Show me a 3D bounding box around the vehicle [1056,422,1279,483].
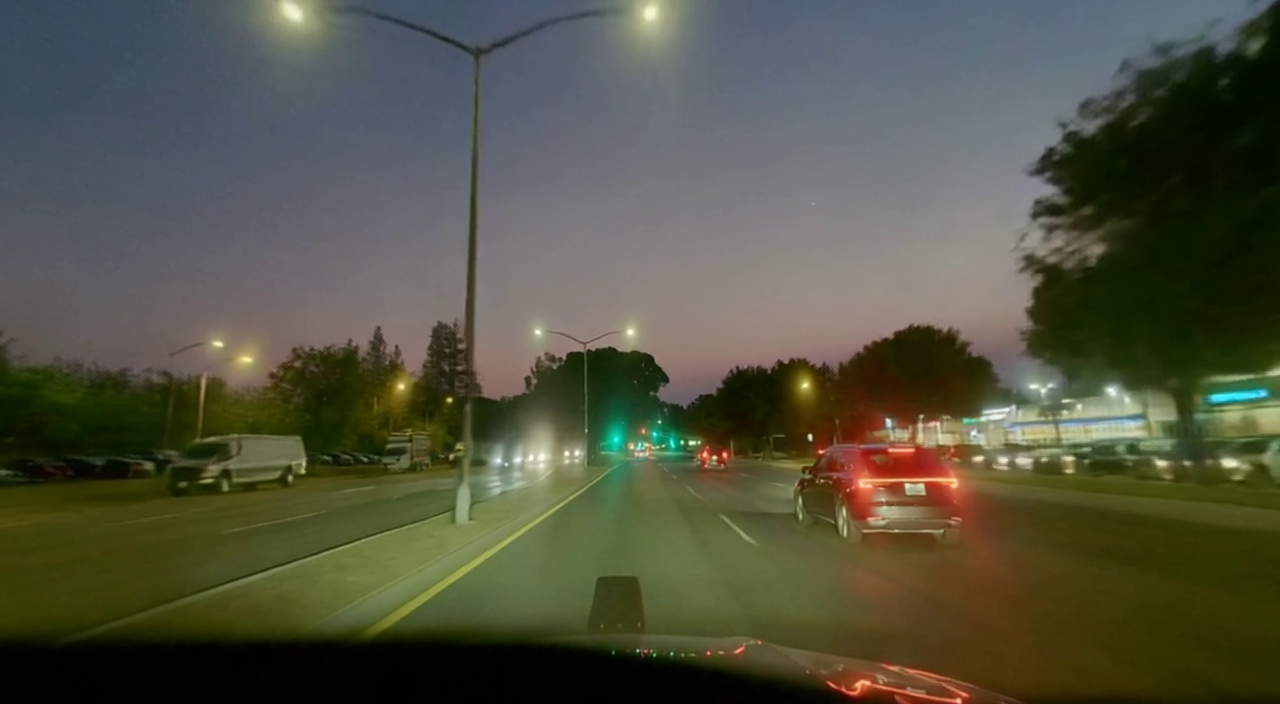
[{"bbox_3d":[17.541,3.347,20.965,5.497,1.794,2.333,-1,-8,1],"label":"vehicle"}]

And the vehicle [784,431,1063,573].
[{"bbox_3d":[3.559,1.949,8.999,1.935,1.501,4.384,0,-9,0],"label":"vehicle"}]

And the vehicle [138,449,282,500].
[{"bbox_3d":[-15.365,4.360,22.801,1.936,1.612,4.585,0,-9,0],"label":"vehicle"}]

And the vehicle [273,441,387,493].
[{"bbox_3d":[-11.926,4.435,24.582,2.145,1.807,4.486,0,-9,0],"label":"vehicle"}]

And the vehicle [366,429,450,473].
[{"bbox_3d":[-18.089,7.845,49.763,3.043,2.916,9.736,-4,-9,-1],"label":"vehicle"}]

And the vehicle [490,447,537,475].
[{"bbox_3d":[-7.126,6.169,35.797,1.923,1.471,4.646,0,-9,-3],"label":"vehicle"}]
